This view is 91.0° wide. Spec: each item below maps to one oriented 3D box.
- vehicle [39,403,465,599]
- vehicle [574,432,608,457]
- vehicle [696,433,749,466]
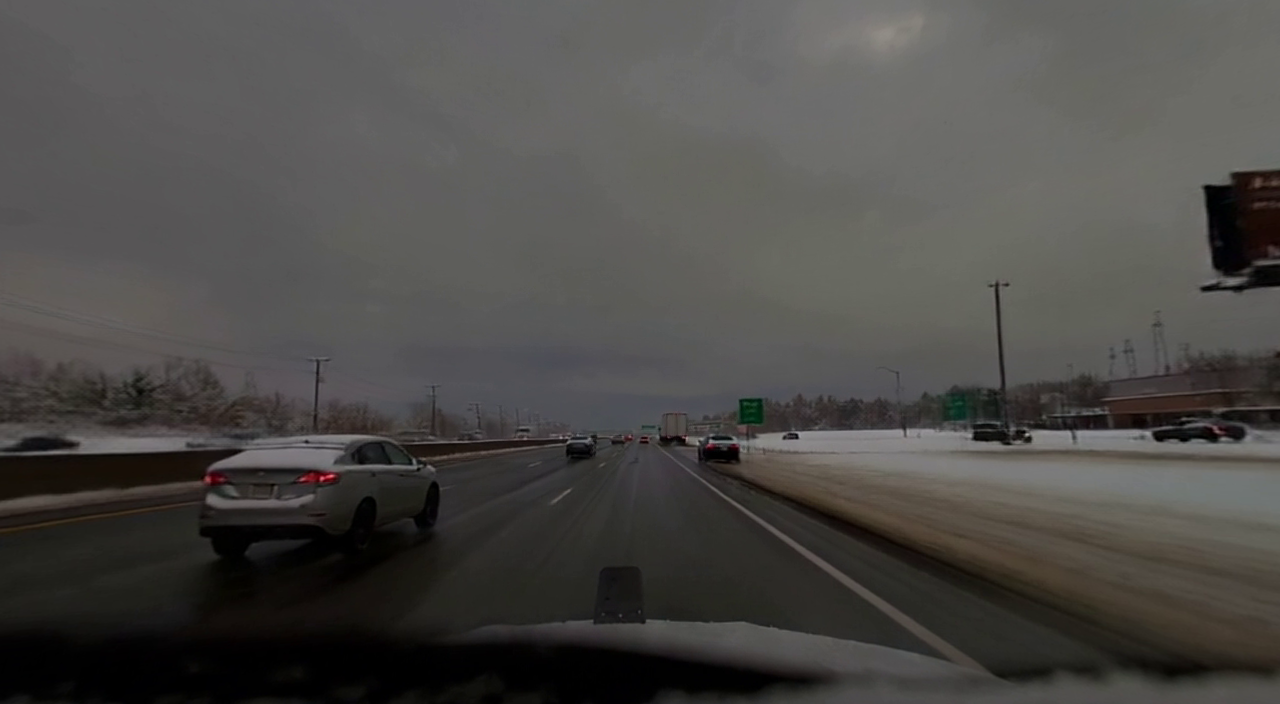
[{"bbox_3d":[-3.658,1.494,7.137,2.008,1.504,4.264,0,-9,2],"label":"vehicle"},{"bbox_3d":[-3.300,6.385,43.247,2.001,1.577,4.055,0,-9,0],"label":"vehicle"},{"bbox_3d":[4.145,5.014,32.352,2.135,1.532,4.506,1,-9,0],"label":"vehicle"}]
